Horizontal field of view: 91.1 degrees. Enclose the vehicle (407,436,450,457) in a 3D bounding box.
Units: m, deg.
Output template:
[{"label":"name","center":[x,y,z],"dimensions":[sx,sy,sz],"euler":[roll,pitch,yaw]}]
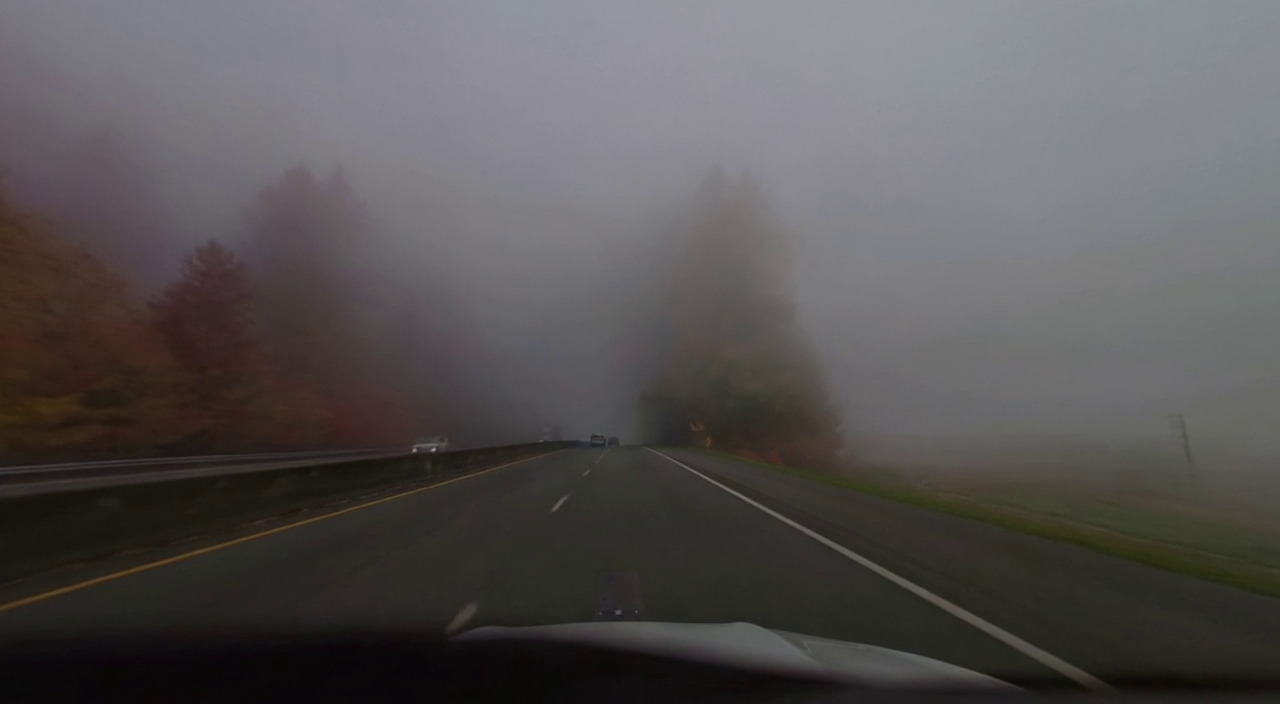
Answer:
[{"label":"vehicle","center":[-15.598,6.970,46.542],"dimensions":[1.836,1.507,4.073],"euler":[0,-8,-1]}]
